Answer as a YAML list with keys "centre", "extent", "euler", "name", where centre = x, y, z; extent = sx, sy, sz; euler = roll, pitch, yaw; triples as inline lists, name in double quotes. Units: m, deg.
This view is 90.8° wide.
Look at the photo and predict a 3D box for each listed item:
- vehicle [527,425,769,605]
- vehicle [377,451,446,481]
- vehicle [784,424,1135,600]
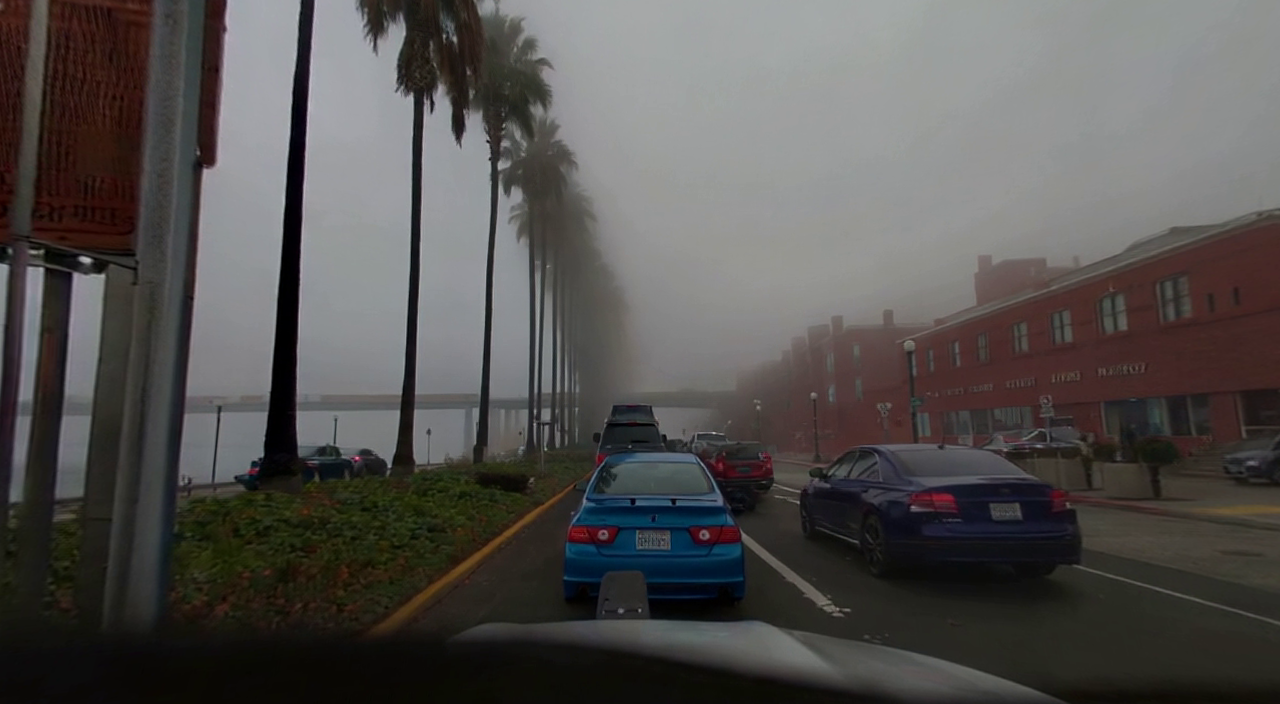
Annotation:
- centre: [0.059, 1.667, 7.277]
  extent: [2.048, 1.503, 3.681]
  euler: [0, -9, 0]
  name: "vehicle"
- centre: [-14.951, 7.468, 41.652]
  extent: [2.104, 1.802, 4.852]
  euler: [-2, -9, 9]
  name: "vehicle"
- centre: [3.265, 1.716, 7.707]
  extent: [1.920, 1.490, 4.417]
  euler: [0, -9, -1]
  name: "vehicle"
